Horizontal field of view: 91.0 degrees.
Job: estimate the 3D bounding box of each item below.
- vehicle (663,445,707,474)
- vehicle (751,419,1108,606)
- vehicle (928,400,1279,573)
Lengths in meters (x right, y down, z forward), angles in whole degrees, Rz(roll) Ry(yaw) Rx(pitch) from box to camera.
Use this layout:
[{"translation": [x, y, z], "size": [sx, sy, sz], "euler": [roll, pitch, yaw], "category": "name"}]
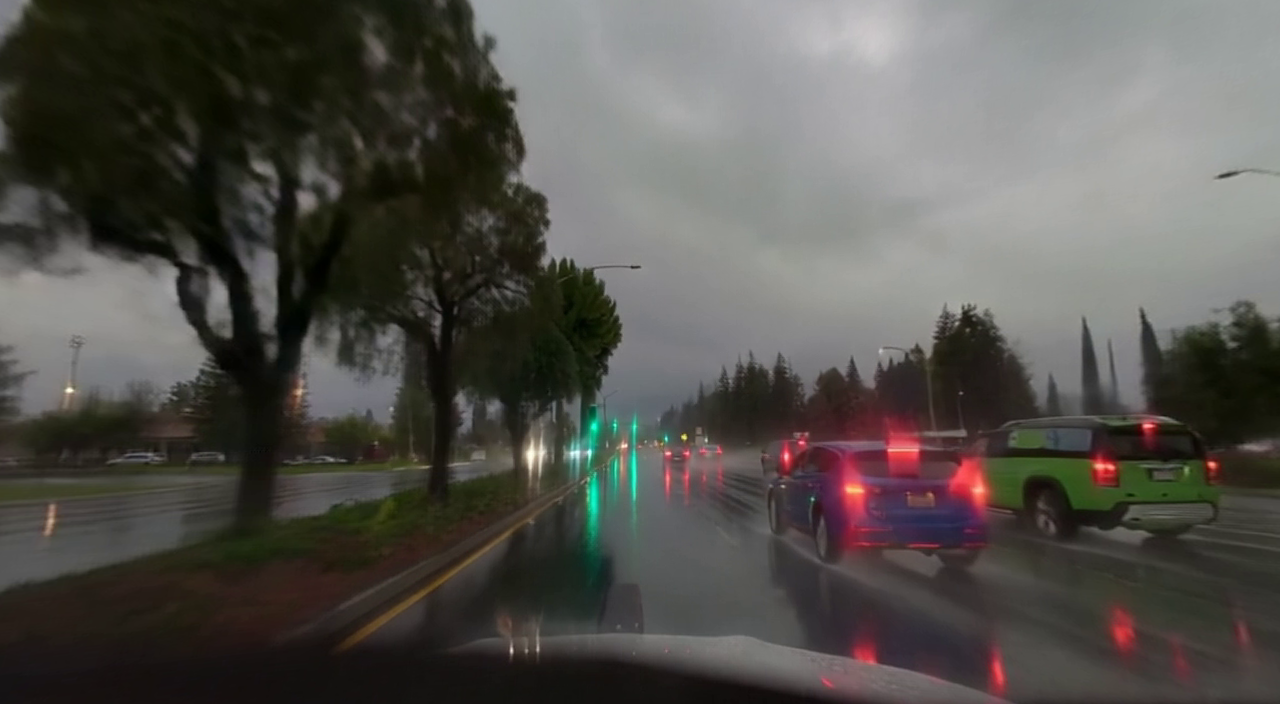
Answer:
[{"translation": [2.409, 5.839, 34.476], "size": [1.980, 1.484, 4.093], "euler": [0, -8, -2], "category": "vehicle"}, {"translation": [2.875, 1.715, 7.827], "size": [1.932, 1.547, 4.992], "euler": [0, -8, -2], "category": "vehicle"}, {"translation": [6.351, 1.757, 9.010], "size": [2.153, 1.811, 4.595], "euler": [0, -8, -1], "category": "vehicle"}]
